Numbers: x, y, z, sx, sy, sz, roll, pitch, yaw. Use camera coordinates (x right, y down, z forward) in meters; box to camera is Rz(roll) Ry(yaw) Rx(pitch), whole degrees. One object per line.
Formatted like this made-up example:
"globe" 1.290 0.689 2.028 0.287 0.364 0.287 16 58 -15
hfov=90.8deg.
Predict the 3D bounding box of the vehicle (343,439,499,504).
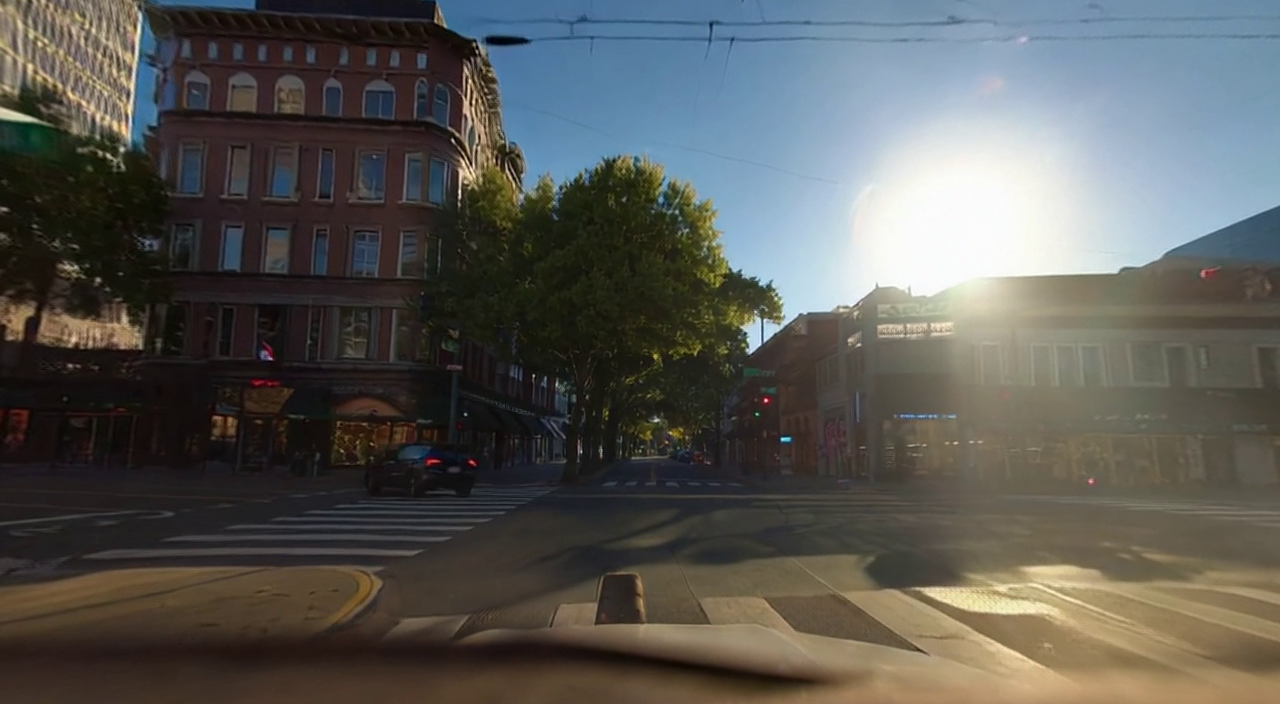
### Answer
"vehicle" -5.957 3.099 16.935 4.459 1.482 2.106 -8 -12 44
